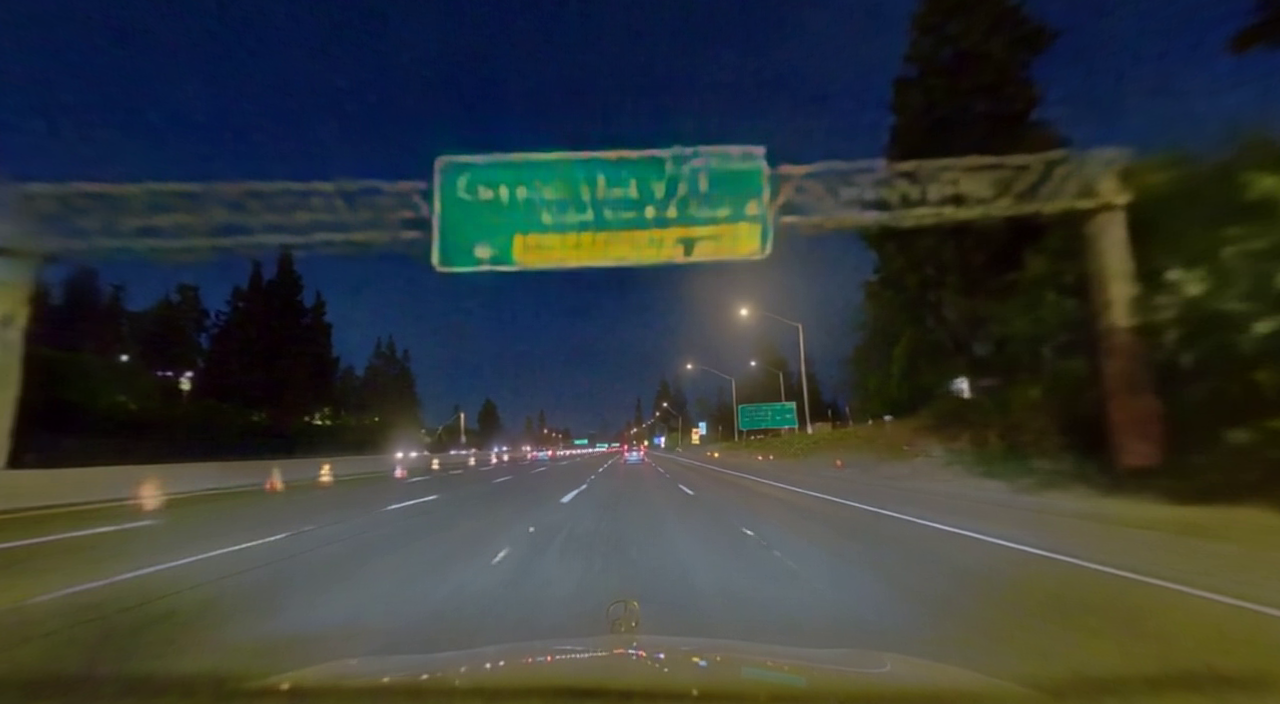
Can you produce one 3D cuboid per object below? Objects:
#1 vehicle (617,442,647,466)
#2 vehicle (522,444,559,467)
[{"bbox_3d":[-0.580,7.352,45.664,2.109,1.638,3.856,0,-9,-1],"label":"vehicle"},{"bbox_3d":[-6.971,7.311,44.727,1.997,1.507,4.248,0,-9,0],"label":"vehicle"}]
